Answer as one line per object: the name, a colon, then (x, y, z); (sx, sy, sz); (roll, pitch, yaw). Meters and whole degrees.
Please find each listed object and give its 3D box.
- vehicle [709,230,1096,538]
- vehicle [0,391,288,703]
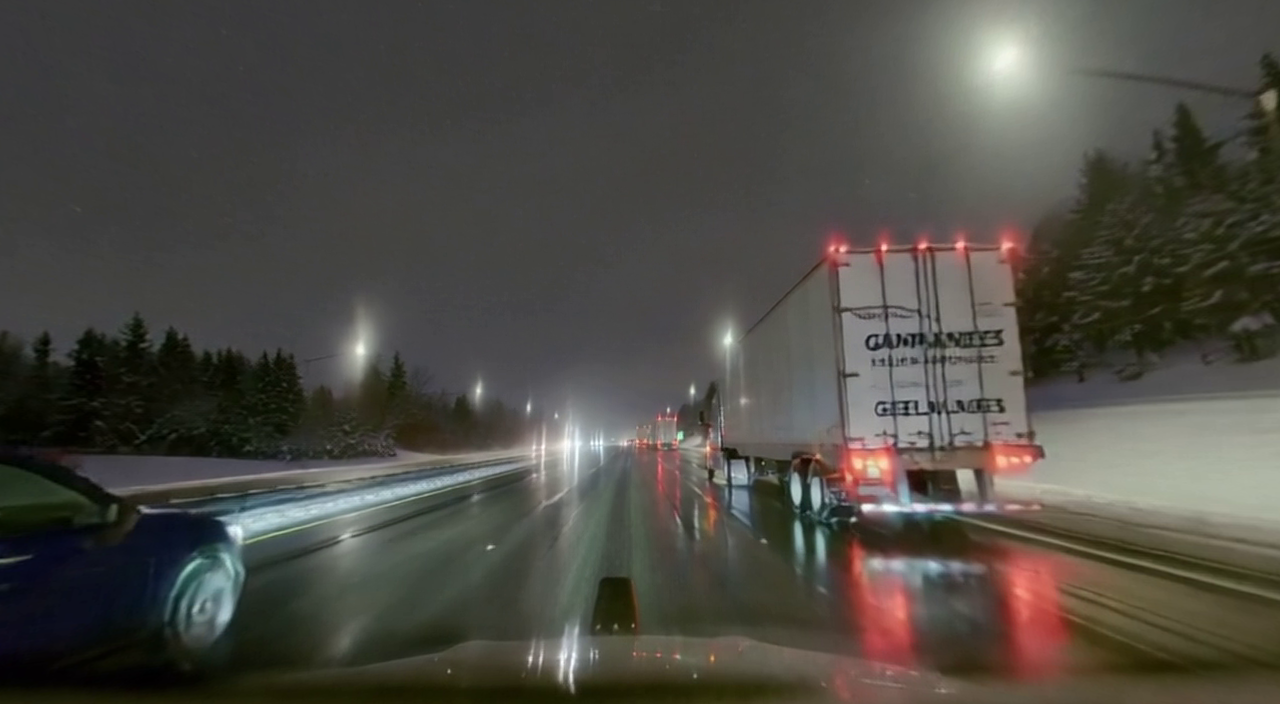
vehicle: (4.178, 1.375, 15.539); (2.976, 4.064, 14.619); (0, -8, -1)
vehicle: (-3.510, 0.917, 2.388); (1.990, 1.520, 4.100); (0, -8, 0)
